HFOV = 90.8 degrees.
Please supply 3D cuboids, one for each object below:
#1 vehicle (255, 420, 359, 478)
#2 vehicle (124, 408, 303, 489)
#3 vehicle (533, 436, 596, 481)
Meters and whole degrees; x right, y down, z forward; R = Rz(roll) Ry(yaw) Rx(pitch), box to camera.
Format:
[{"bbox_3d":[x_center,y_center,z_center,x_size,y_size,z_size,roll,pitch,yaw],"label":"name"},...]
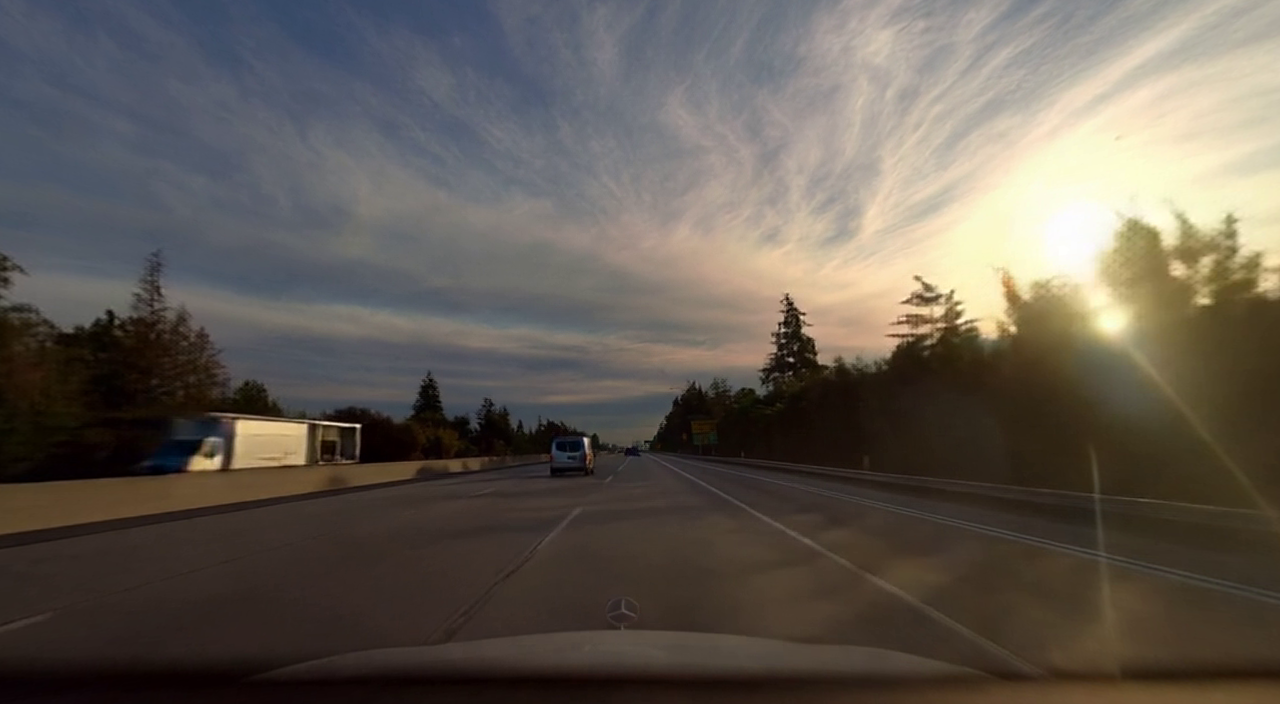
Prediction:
[{"bbox_3d":[-24.162,7.123,46.456,2.928,3.860,8.514,0,-9,0],"label":"vehicle"},{"bbox_3d":[-24.105,5.607,36.798,3.017,3.992,10.608,0,-9,0],"label":"vehicle"},{"bbox_3d":[-3.512,5.110,30.536,2.349,1.973,5.419,0,-9,0],"label":"vehicle"}]
